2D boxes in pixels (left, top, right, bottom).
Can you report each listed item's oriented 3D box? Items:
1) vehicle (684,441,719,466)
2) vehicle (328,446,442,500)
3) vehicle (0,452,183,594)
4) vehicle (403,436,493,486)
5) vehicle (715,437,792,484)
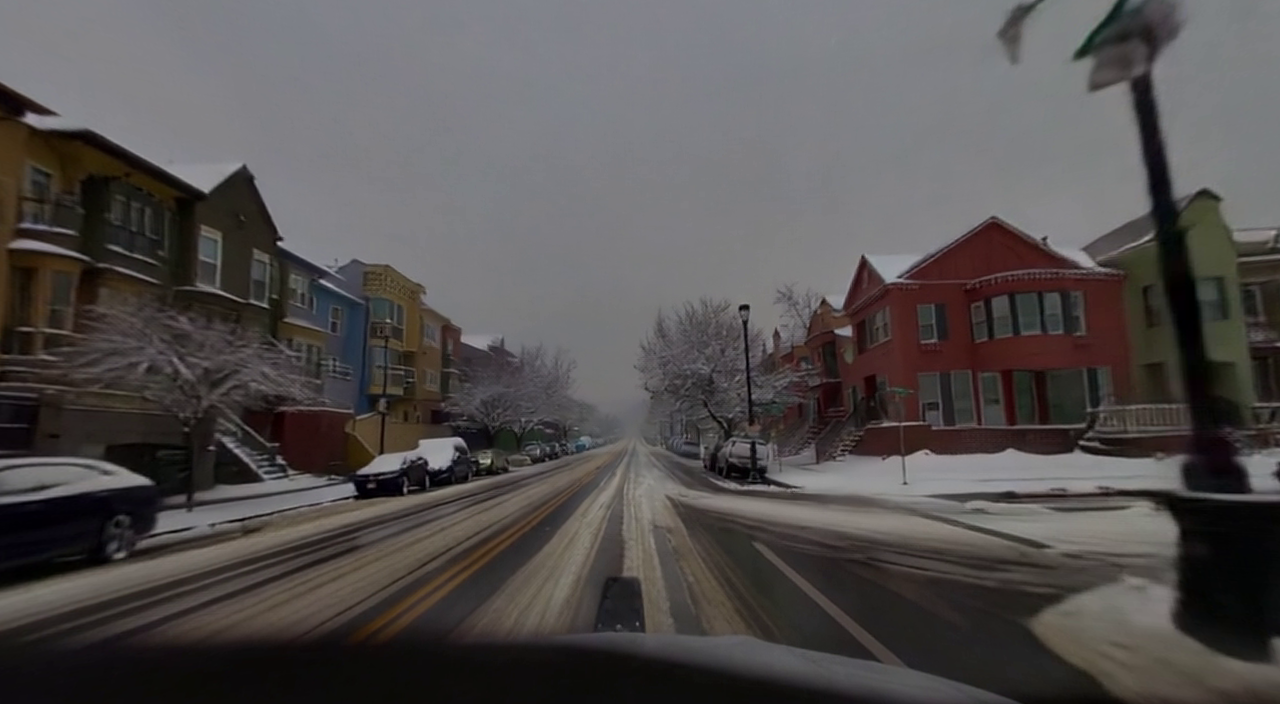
[{"bbox_3d":[4.093,6.825,42.569,1.845,1.556,3.929,0,-8,-1],"label":"vehicle"},{"bbox_3d":[-8.040,3.822,20.423,1.967,1.517,4.360,0,-8,-2],"label":"vehicle"},{"bbox_3d":[-7.874,1.968,7.314,1.836,1.474,4.565,-1,-8,-1],"label":"vehicle"},{"bbox_3d":[-7.838,4.513,26.400,2.283,1.853,4.903,0,-9,-1],"label":"vehicle"},{"bbox_3d":[4.344,4.225,24.911,2.034,1.674,4.271,1,-8,-3],"label":"vehicle"}]
